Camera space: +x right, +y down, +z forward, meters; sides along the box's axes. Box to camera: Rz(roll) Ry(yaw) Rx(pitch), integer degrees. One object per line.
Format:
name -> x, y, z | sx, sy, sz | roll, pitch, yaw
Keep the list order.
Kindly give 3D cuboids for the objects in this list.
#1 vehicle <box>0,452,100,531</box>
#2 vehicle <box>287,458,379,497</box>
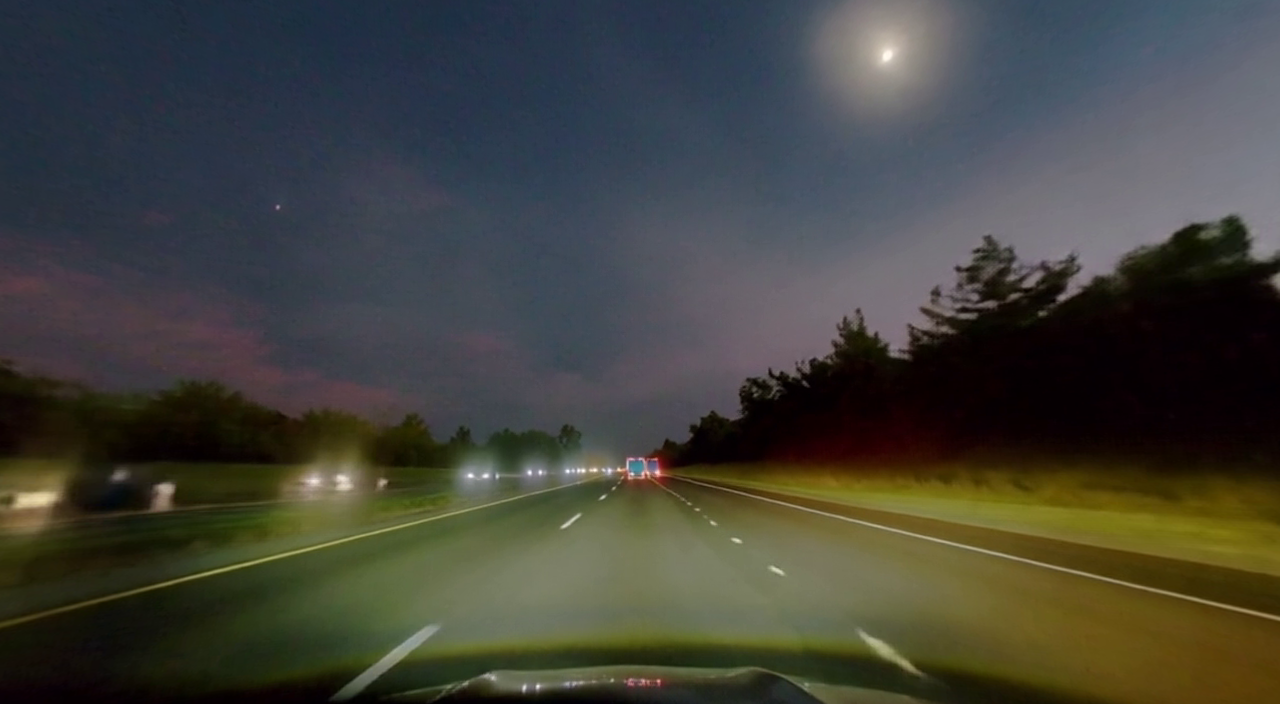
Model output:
vehicle -> -12.988, 2.628, 11.968 | 1.856, 1.473, 4.003 | 1, -11, 0
vehicle -> -13.121, 5.408, 27.221 | 1.869, 1.492, 4.057 | 1, -11, 0
